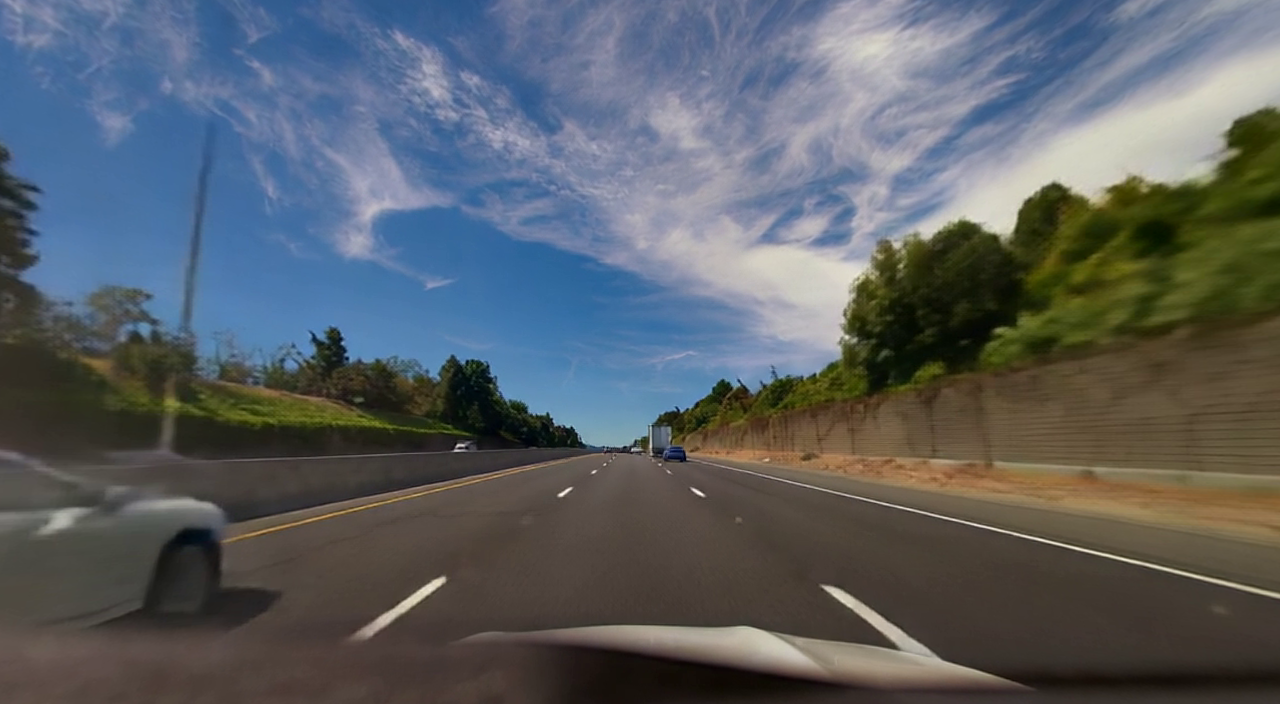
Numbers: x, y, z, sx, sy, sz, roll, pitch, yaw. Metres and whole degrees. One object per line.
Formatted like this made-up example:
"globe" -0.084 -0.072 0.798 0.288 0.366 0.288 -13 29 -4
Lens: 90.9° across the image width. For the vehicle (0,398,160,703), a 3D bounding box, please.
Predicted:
"vehicle" -3.963 0.728 1.099 2.129 1.559 5.272 0 -9 0
